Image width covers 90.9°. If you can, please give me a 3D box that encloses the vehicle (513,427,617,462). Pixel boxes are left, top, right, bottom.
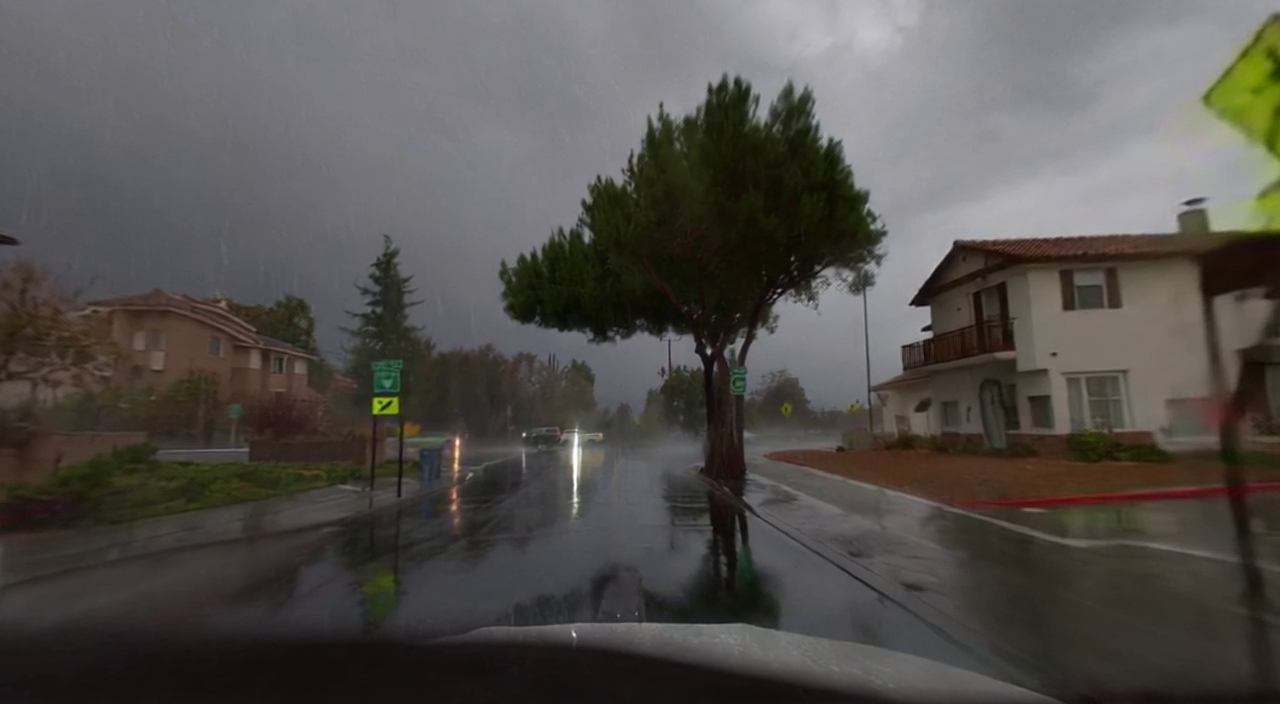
[{"bbox_3d":[-4.074,5.030,34.321,5.181,1.768,2.139,4,-8,-26],"label":"vehicle"}]

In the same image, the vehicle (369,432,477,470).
[{"bbox_3d":[-10.255,4.681,30.008,4.639,1.700,2.002,2,-8,-17],"label":"vehicle"}]

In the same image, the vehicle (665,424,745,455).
[{"bbox_3d":[4.312,5.732,41.641,4.863,1.953,2.022,3,-8,-25],"label":"vehicle"}]
